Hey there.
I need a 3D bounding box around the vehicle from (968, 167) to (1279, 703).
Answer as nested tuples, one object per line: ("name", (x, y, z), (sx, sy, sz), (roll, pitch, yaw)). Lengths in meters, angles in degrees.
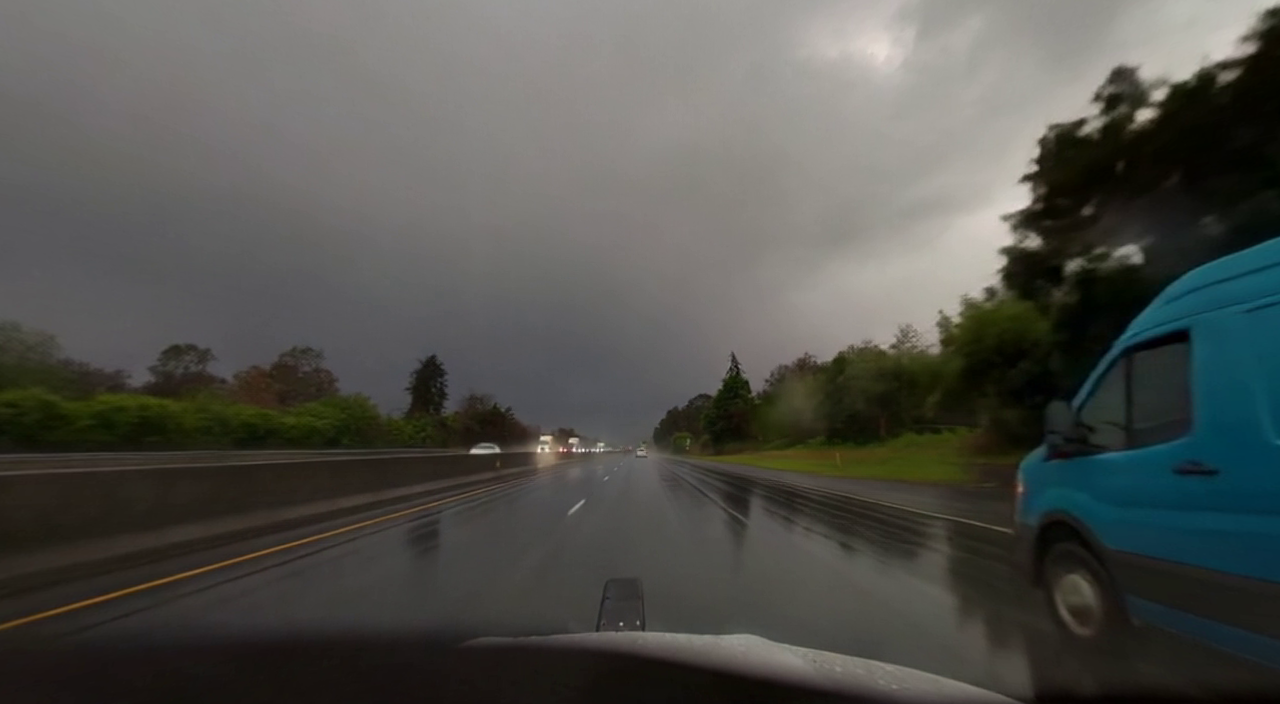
("vehicle", (4.053, 0.328, 1.793), (2.552, 2.524, 6.630), (0, -9, -1))
